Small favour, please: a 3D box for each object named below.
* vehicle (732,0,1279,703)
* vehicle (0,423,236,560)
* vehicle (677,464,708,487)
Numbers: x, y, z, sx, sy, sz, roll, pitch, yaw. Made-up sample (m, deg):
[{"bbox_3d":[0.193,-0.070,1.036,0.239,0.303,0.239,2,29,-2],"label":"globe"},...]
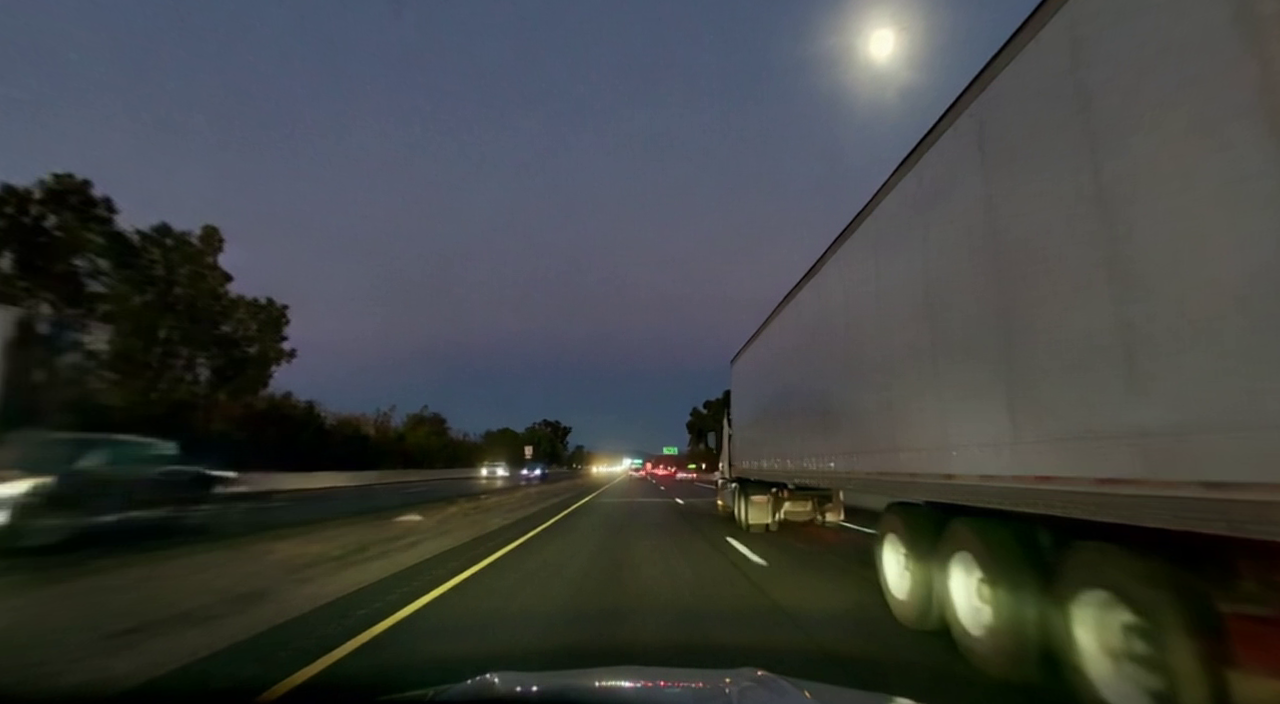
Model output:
[{"bbox_3d":[3.706,0.834,8.094,2.863,4.088,14.040,1,-10,0],"label":"vehicle"},{"bbox_3d":[-9.671,2.207,10.429,2.556,1.770,5.047,1,-10,0],"label":"vehicle"},{"bbox_3d":[4.049,9.576,49.007,2.018,1.674,4.029,1,-10,-1],"label":"vehicle"}]
